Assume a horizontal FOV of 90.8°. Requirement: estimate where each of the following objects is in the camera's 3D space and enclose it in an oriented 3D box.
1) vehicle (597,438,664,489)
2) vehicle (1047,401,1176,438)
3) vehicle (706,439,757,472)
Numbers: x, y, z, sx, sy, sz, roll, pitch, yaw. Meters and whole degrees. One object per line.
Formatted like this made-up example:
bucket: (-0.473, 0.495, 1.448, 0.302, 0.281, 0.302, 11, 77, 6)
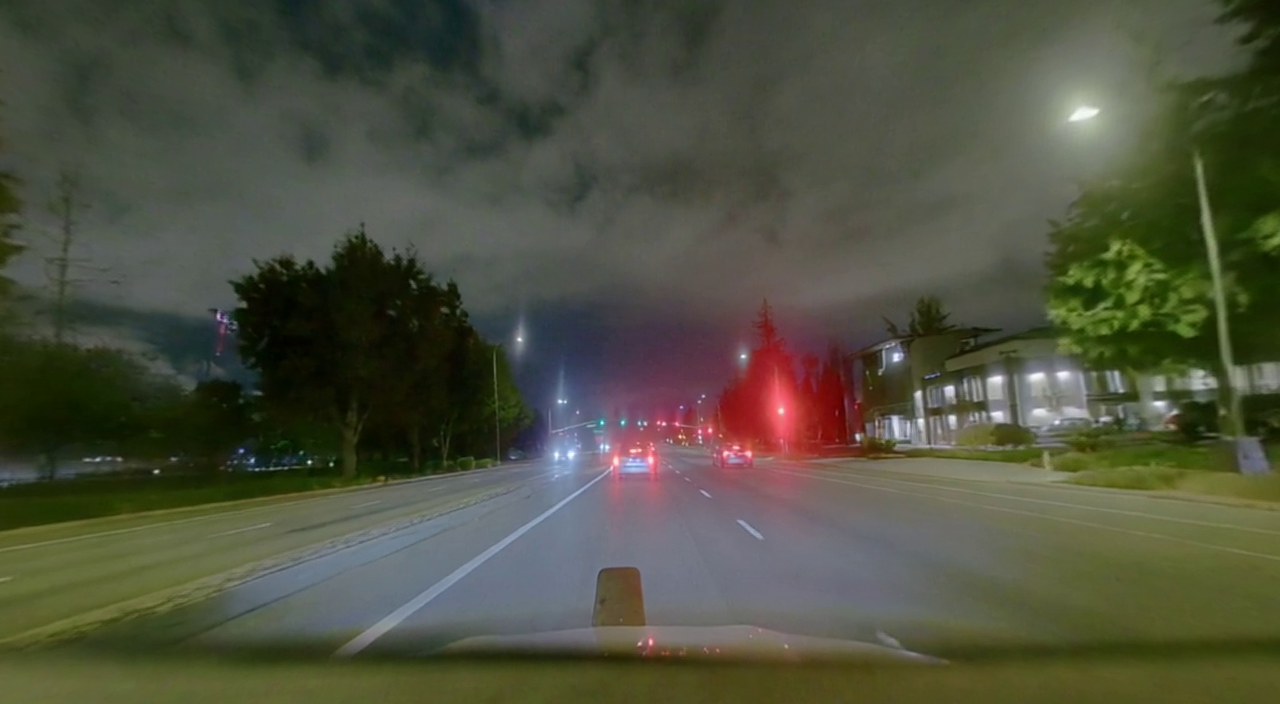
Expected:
vehicle: (-0.292, 3.943, 22.678, 2.181, 1.639, 4.127, -1, -9, 1)
vehicle: (22.399, 3.245, 30.154, 4.531, 1.432, 1.949, -3, -9, -1)
vehicle: (4.761, 5.462, 33.475, 1.987, 1.613, 4.081, 0, -9, -1)
